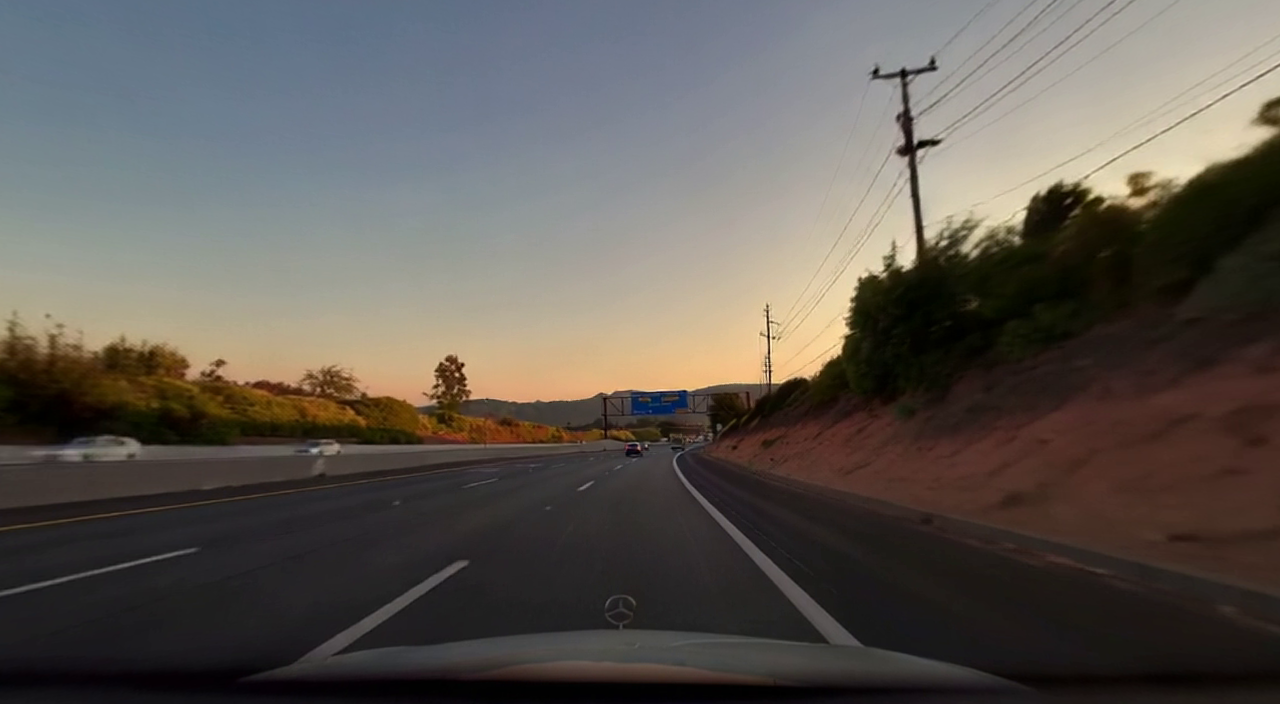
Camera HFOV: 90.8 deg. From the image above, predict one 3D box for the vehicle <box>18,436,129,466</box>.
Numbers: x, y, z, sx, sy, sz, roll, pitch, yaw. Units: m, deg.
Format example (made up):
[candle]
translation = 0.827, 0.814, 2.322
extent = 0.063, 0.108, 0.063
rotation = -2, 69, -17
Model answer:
[vehicle]
translation = -31.417, 5.489, 35.265
extent = 1.839, 1.551, 4.585
rotation = 0, -9, 2
